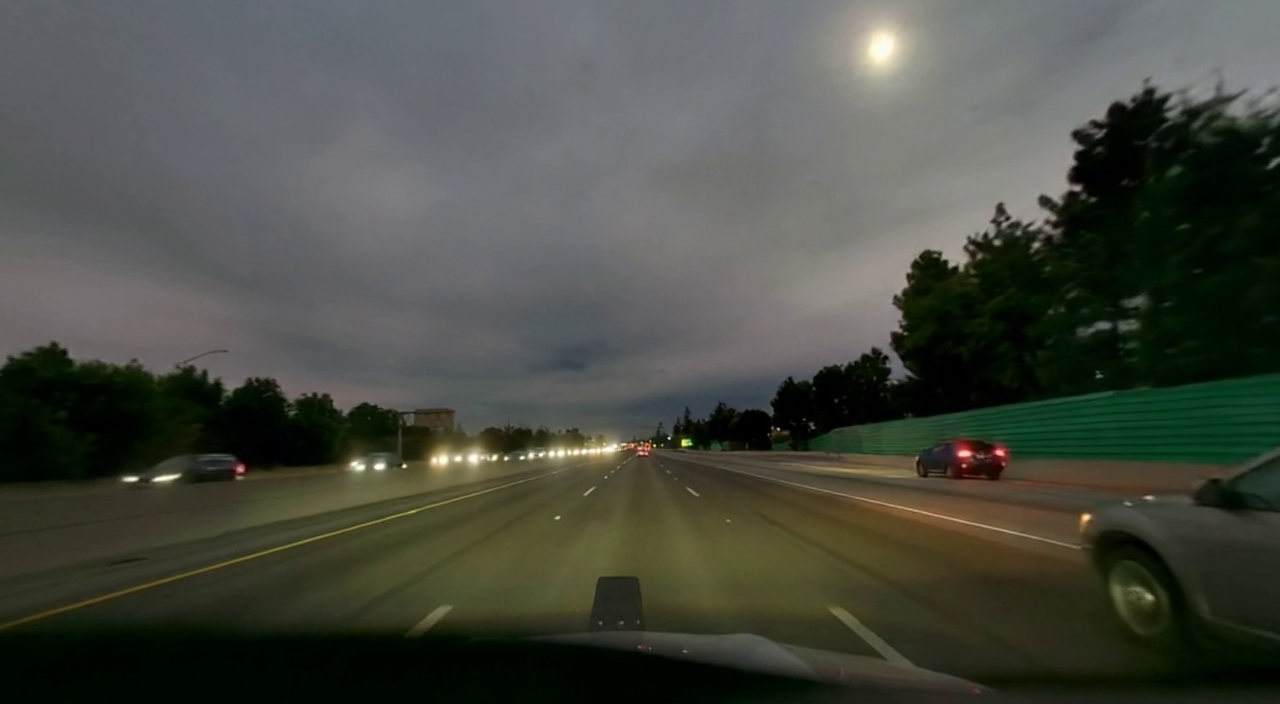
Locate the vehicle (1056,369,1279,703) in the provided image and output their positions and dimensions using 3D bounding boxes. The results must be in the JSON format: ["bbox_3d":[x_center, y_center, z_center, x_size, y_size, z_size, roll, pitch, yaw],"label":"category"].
[{"bbox_3d":[3.764,0.782,2.071,1.930,1.628,4.099,0,-9,0],"label":"vehicle"}]

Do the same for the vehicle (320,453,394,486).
[{"bbox_3d":[-15.595,6.472,35.009,1.972,1.614,4.406,-1,-9,1],"label":"vehicle"}]

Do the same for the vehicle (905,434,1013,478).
[{"bbox_3d":[12.674,4.172,25.349,2.163,1.596,3.997,0,-9,-1],"label":"vehicle"}]

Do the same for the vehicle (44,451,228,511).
[{"bbox_3d":[-15.699,4.003,20.075,1.896,1.625,4.723,-1,-9,1],"label":"vehicle"}]
